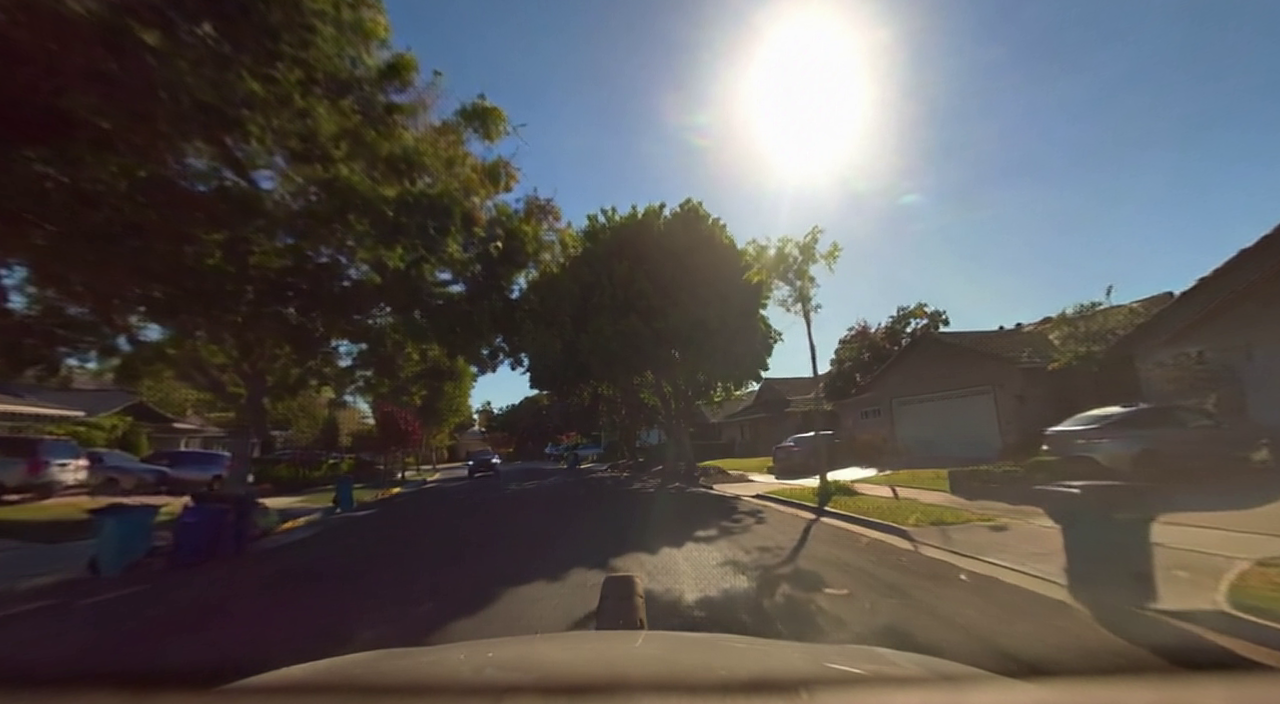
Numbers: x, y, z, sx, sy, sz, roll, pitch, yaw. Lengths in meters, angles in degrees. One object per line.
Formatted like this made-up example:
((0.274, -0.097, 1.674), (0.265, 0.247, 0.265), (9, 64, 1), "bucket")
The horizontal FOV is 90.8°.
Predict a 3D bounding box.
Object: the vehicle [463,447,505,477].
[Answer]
((-9.729, 6.867, 39.735), (2.217, 1.751, 4.763), (1, -9, -10), "vehicle")
